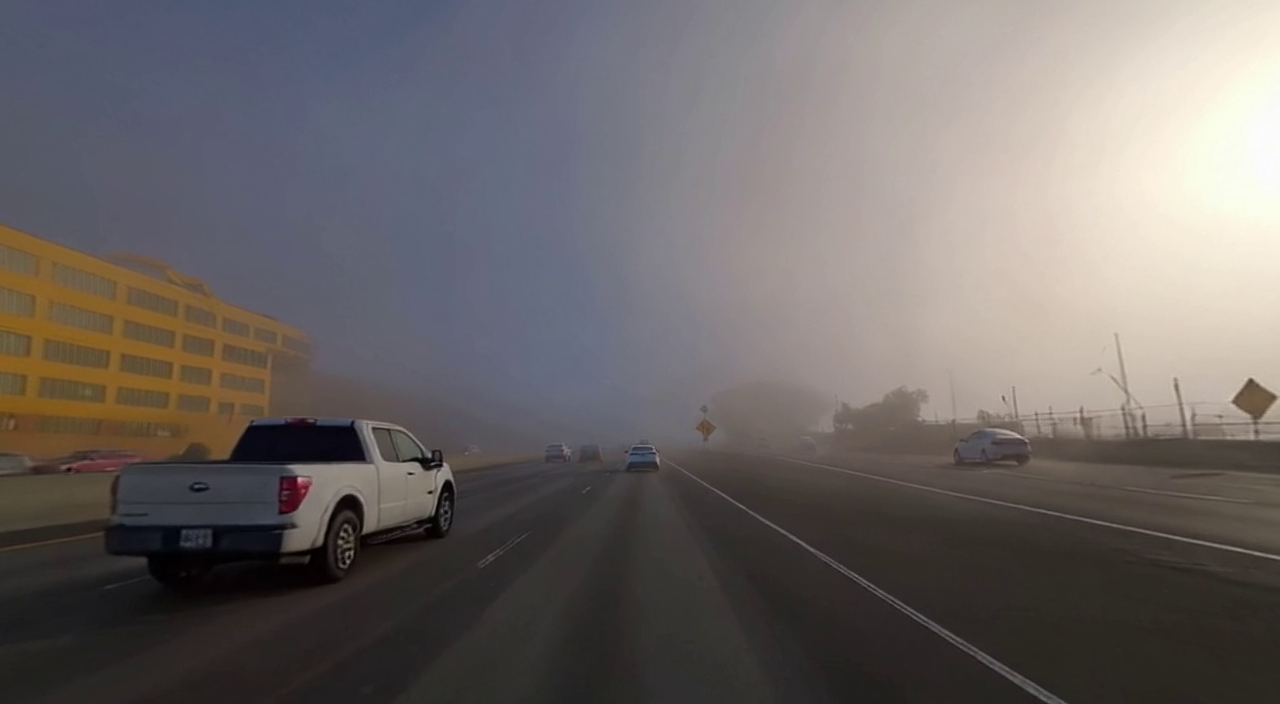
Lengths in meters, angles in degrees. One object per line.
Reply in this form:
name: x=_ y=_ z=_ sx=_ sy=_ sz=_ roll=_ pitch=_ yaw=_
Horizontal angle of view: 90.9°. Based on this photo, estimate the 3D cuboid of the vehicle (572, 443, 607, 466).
vehicle: x=-3.555 y=7.260 z=44.997 sx=2.059 sy=1.508 sz=4.662 roll=0 pitch=-8 yaw=0

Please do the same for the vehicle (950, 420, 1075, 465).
vehicle: x=13.620 y=3.351 z=23.442 sx=1.966 sy=1.484 sz=4.610 roll=-1 pitch=-8 yaw=3

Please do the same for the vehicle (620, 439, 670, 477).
vehicle: x=0.211 y=4.717 z=28.339 sx=2.107 sy=1.538 sz=3.999 roll=0 pitch=-8 yaw=0

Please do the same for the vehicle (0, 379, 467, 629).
vehicle: x=-3.904 y=1.512 z=7.356 sx=2.250 sy=1.872 sz=5.038 roll=-1 pitch=-8 yaw=1
